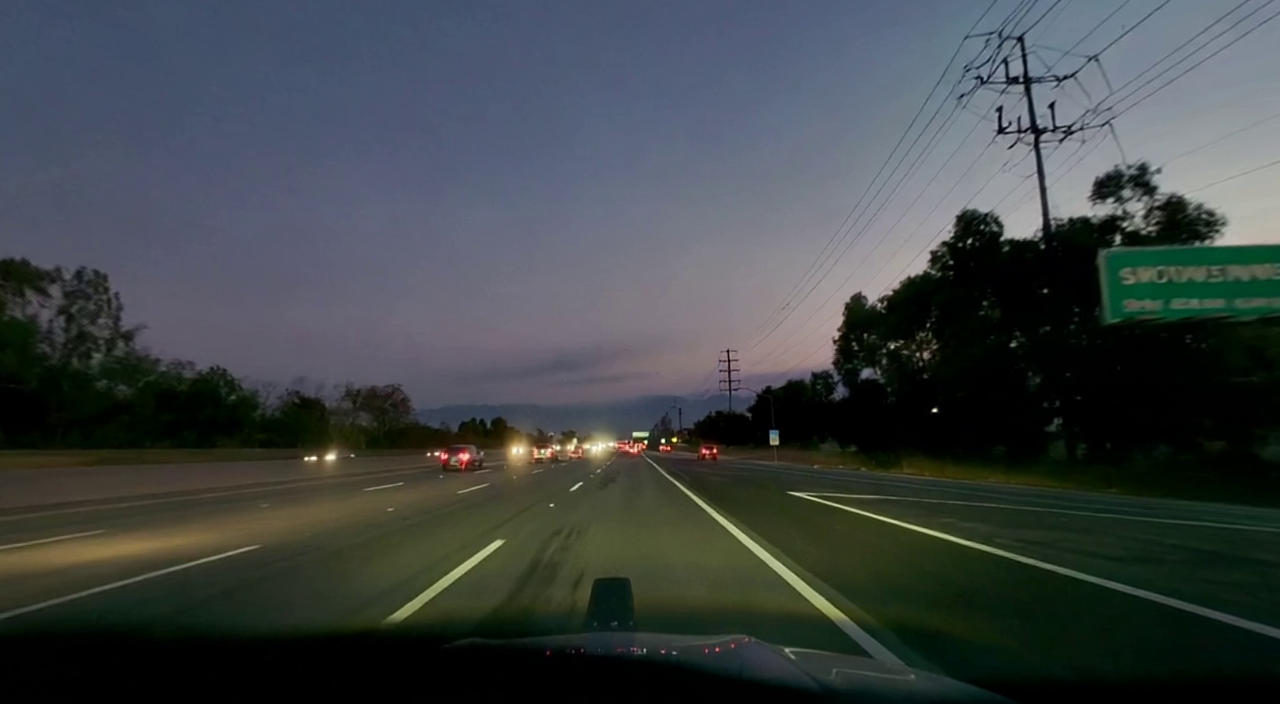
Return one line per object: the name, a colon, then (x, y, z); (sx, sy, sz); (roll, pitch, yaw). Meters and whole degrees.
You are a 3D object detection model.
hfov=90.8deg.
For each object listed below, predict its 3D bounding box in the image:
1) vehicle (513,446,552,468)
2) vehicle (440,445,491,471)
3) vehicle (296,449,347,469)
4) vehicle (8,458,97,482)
vehicle: (-7.439, 7.285, 44.175); (1.954, 1.432, 4.183); (0, -9, 0)
vehicle: (-10.630, 6.494, 38.812); (1.887, 1.473, 4.352); (0, -9, 0)
vehicle: (-24.836, 8.326, 49.355); (1.872, 1.429, 4.032); (0, -9, 0)
vehicle: (-38.337, 7.676, 41.356); (1.740, 1.416, 4.270); (0, -8, -1)
